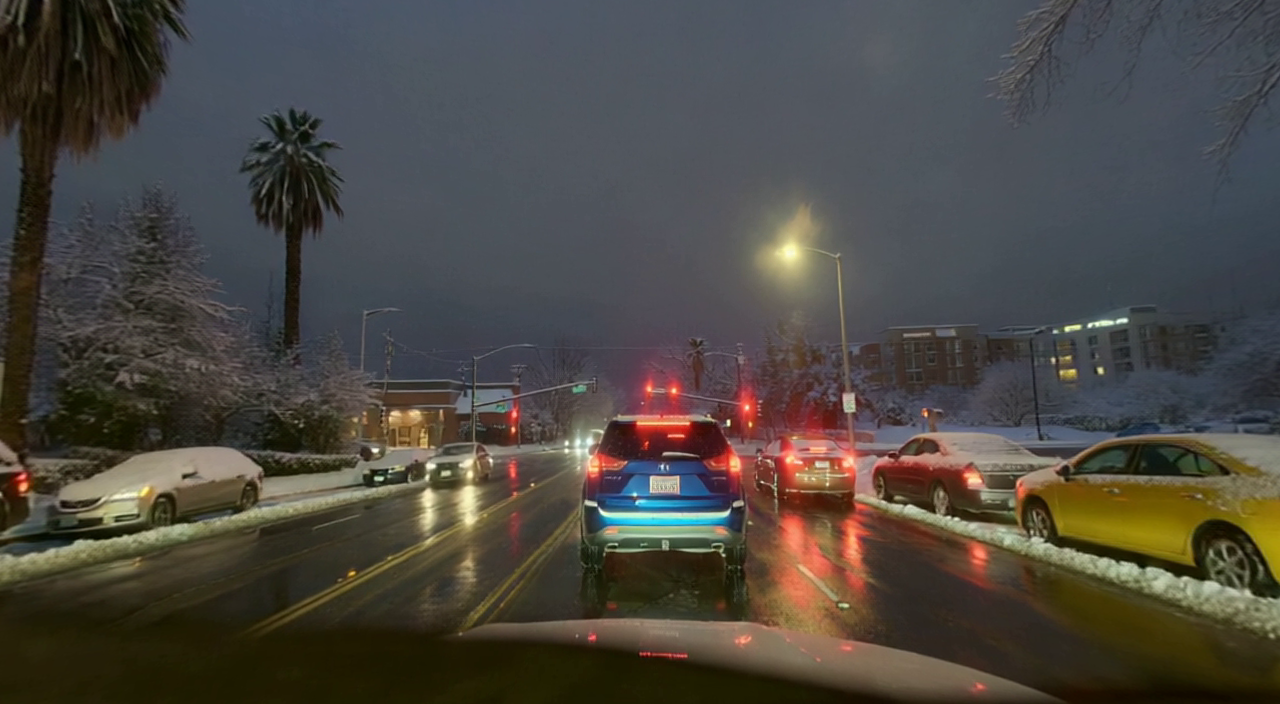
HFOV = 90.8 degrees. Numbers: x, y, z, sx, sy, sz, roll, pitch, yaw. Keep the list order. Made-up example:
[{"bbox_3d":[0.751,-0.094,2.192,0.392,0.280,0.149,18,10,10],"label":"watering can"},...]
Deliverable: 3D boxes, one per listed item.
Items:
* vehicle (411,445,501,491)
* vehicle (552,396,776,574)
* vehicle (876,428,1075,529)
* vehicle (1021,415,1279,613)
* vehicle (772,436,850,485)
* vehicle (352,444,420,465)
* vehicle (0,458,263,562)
[{"bbox_3d":[-6.585,4.158,23.159,1.928,1.475,4.645,0,-8,0],"label":"vehicle"},{"bbox_3d":[0.258,1.667,8.636,2.264,1.798,4.258,0,-8,1],"label":"vehicle"},{"bbox_3d":[6.663,2.529,13.235,1.930,1.736,4.329,-1,-8,3],"label":"vehicle"},{"bbox_3d":[6.435,1.602,6.921,1.935,1.672,4.139,0,-8,1],"label":"vehicle"},{"bbox_3d":[6.547,4.174,24.612,1.948,1.729,4.023,0,-8,1],"label":"vehicle"},{"bbox_3d":[-18.732,7.550,46.663,1.759,1.457,4.297,-7,-11,37],"label":"vehicle"},{"bbox_3d":[-9.583,2.817,11.941,2.054,1.467,4.595,-3,-9,1],"label":"vehicle"}]
